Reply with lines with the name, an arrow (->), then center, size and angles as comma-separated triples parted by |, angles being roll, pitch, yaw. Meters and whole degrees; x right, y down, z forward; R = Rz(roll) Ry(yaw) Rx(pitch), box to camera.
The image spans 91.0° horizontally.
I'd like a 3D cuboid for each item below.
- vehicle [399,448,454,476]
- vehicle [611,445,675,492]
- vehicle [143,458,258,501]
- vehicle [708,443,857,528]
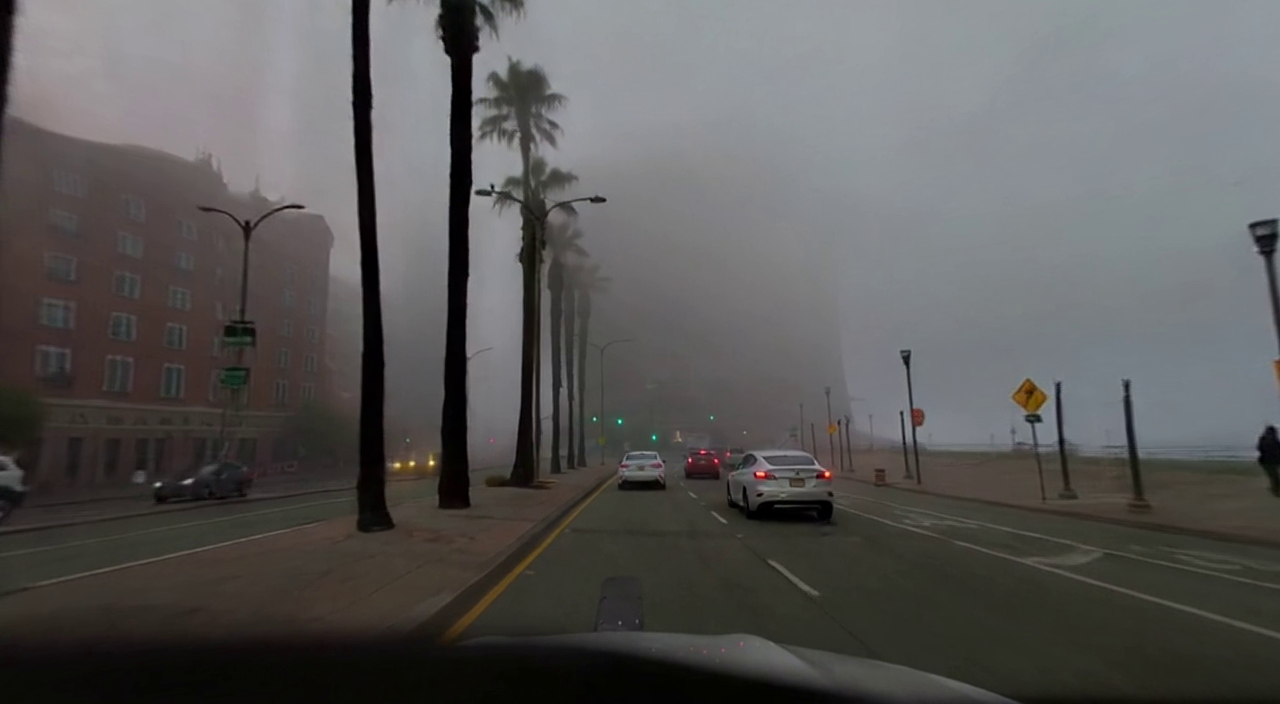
vehicle -> -15.404, 7.940, 45.711 | 2.048, 1.830, 5.136 | -1, -8, 3
vehicle -> 0.167, 4.056, 22.254 | 2.077, 1.518, 3.760 | 0, -9, 2
vehicle -> -18.203, 5.265, 26.313 | 1.887, 1.569, 4.014 | 0, -9, 0
vehicle -> 2.813, 2.766, 13.788 | 2.051, 1.509, 4.933 | 0, -9, -1
